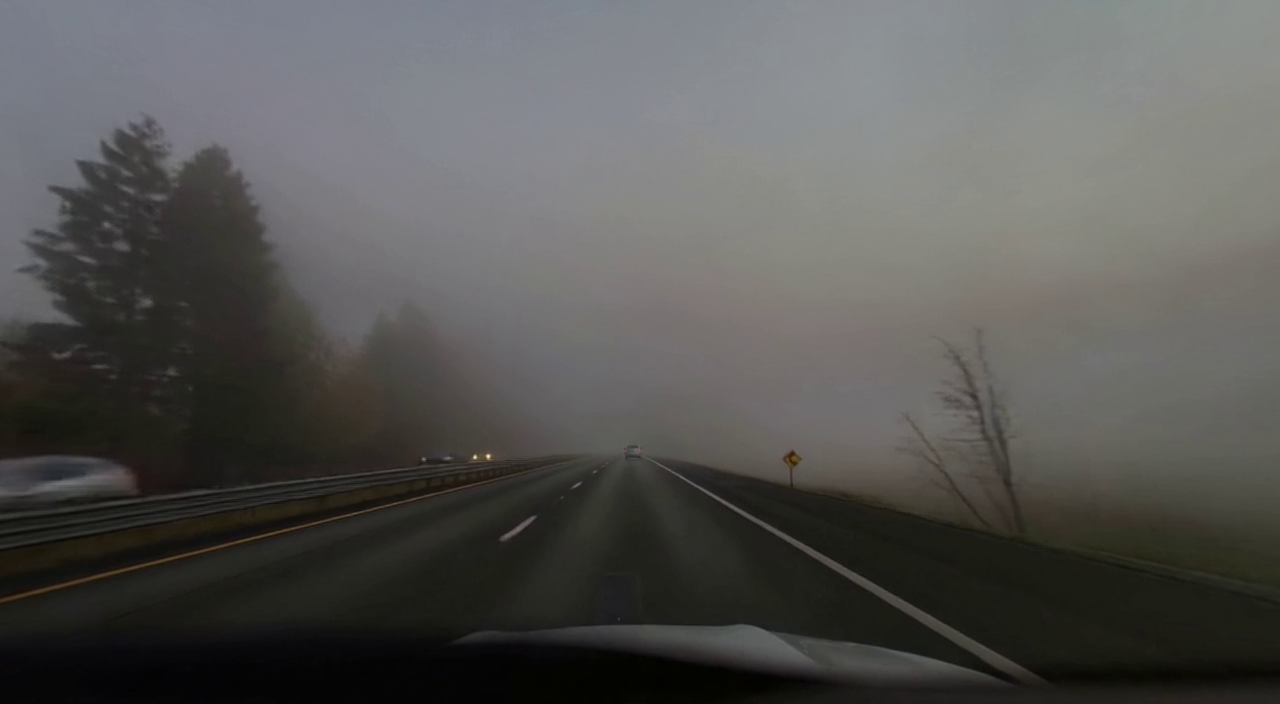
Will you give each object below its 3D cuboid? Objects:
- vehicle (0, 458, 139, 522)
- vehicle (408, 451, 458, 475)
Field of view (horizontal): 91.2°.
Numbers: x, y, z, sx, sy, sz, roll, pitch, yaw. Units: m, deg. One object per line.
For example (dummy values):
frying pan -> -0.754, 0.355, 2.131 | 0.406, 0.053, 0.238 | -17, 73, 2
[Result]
vehicle -> -16.646, 3.737, 17.417 | 1.821, 1.481, 4.435 | 0, -9, -1
vehicle -> -13.903, 7.461, 42.360 | 1.729, 1.484, 4.774 | 0, -9, -1
